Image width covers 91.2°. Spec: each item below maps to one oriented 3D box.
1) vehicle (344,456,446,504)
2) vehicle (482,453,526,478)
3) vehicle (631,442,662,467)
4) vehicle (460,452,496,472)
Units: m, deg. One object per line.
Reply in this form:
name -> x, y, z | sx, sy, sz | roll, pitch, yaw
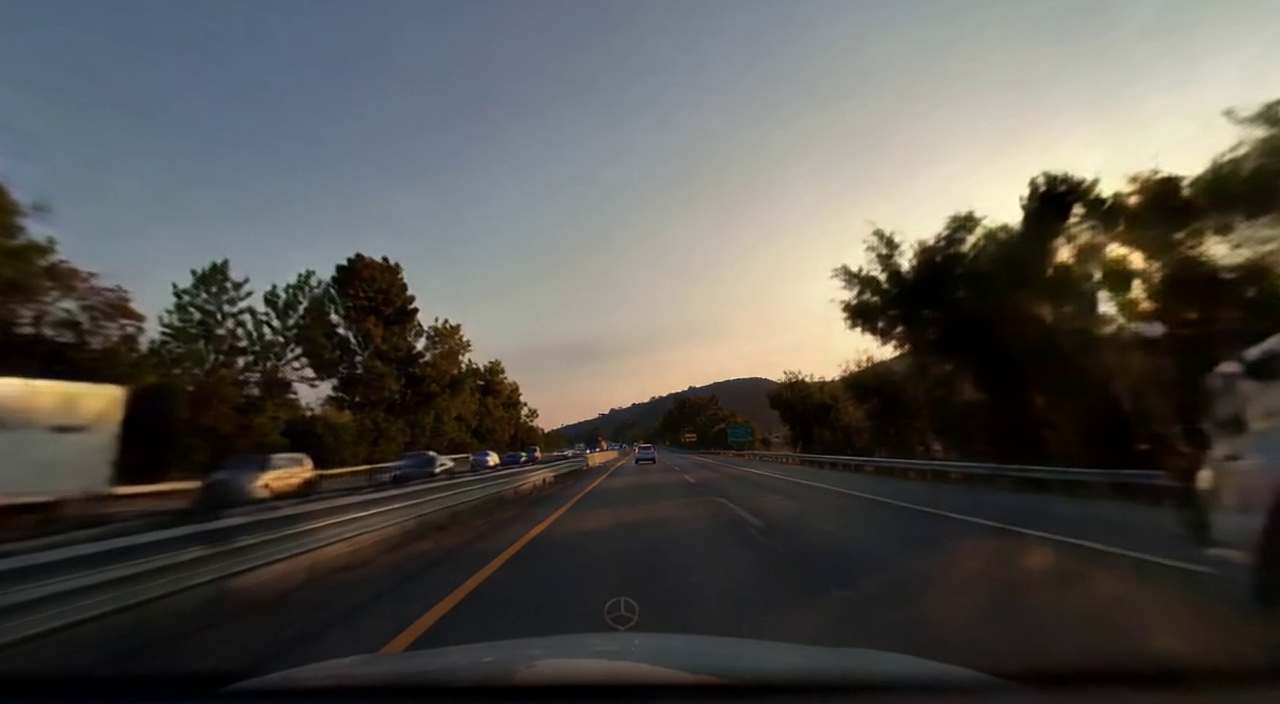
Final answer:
vehicle -> -8.608, 4.502, 22.457 | 1.911, 1.493, 4.149 | -1, -9, 1
vehicle -> -8.674, 7.236, 40.252 | 1.919, 1.491, 3.932 | -1, -9, 1
vehicle -> 0.432, 7.159, 43.847 | 2.098, 1.692, 4.038 | 0, -9, 0
vehicle -> -12.780, 8.665, 49.649 | 1.759, 1.494, 3.752 | -1, -9, 1
